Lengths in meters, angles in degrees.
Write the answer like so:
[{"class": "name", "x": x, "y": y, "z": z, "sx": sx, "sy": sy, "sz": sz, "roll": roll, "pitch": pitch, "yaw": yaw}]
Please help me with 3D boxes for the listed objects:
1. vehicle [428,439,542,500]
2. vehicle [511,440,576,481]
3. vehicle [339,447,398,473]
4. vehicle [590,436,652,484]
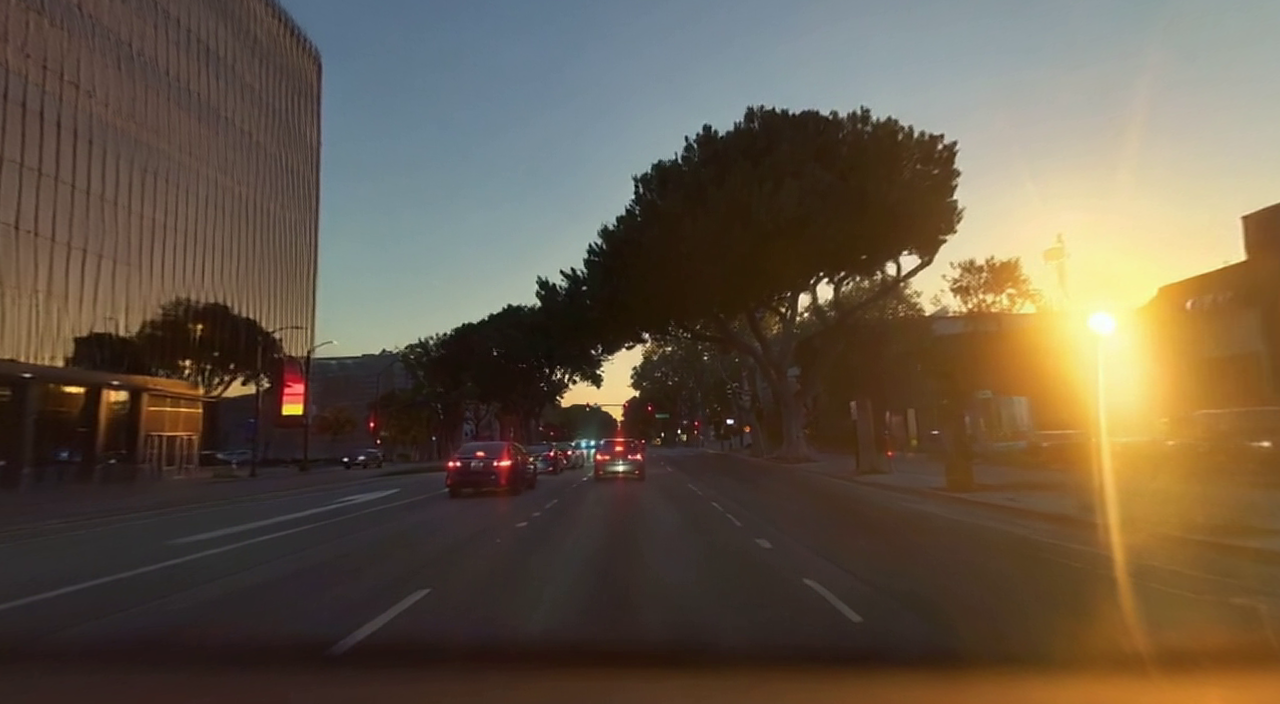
[{"class": "vehicle", "x": -4.152, "y": 3.212, "z": 17.735, "sx": 2.020, "sy": 1.457, "sz": 4.496, "roll": 0, "pitch": -8, "yaw": 0}, {"class": "vehicle", "x": -3.705, "y": 4.242, "z": 25.006, "sx": 1.950, "sy": 1.487, "sz": 4.130, "roll": 0, "pitch": -8, "yaw": 0}, {"class": "vehicle", "x": -19.563, "y": 7.758, "z": 45.779, "sx": 2.054, "sy": 1.724, "sz": 4.829, "roll": 0, "pitch": -8, "yaw": 0}, {"class": "vehicle", "x": -0.630, "y": 3.834, "z": 22.638, "sx": 2.042, "sy": 1.555, "sz": 3.912, "roll": 0, "pitch": -8, "yaw": 0}]
